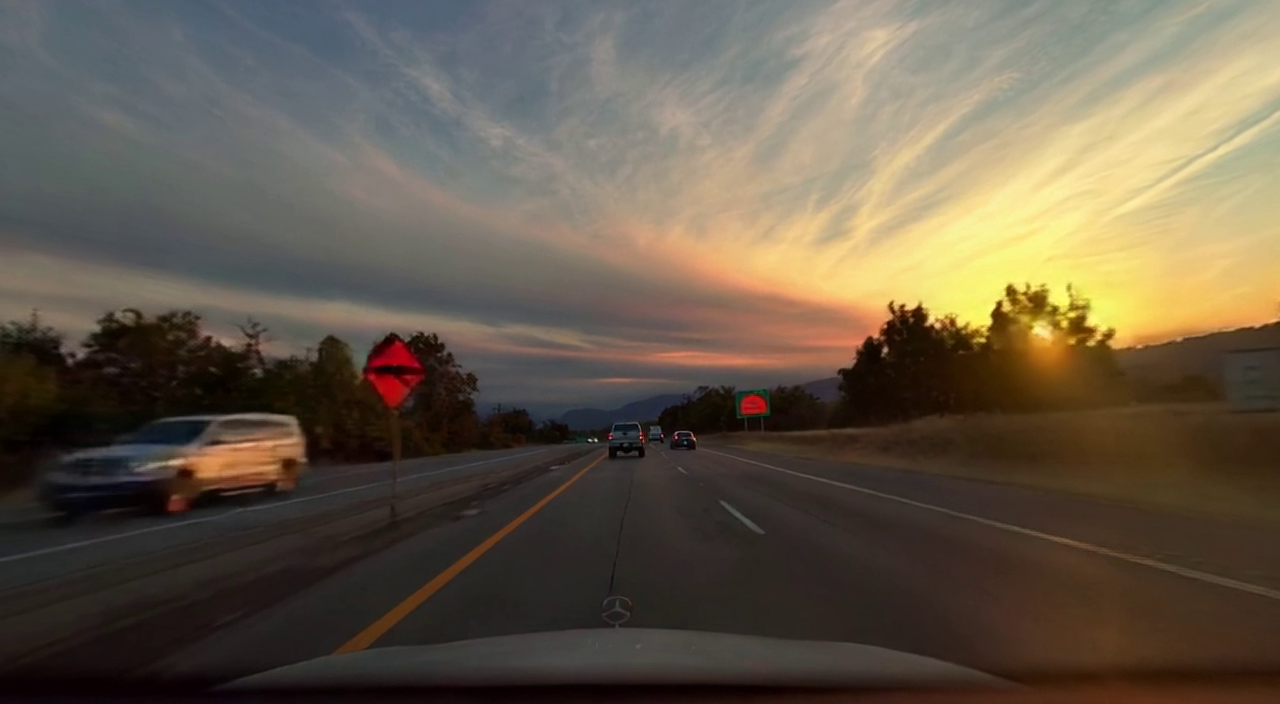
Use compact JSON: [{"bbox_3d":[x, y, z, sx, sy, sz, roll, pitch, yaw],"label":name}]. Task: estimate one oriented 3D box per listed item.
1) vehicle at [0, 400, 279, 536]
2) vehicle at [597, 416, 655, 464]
[{"bbox_3d":[-9.118,1.974,11.465,2.120,1.905,5.052,0,-8,-1],"label":"vehicle"},{"bbox_3d":[-0.659,4.124,29.504,2.503,2.044,4.633,0,-8,-1],"label":"vehicle"}]
